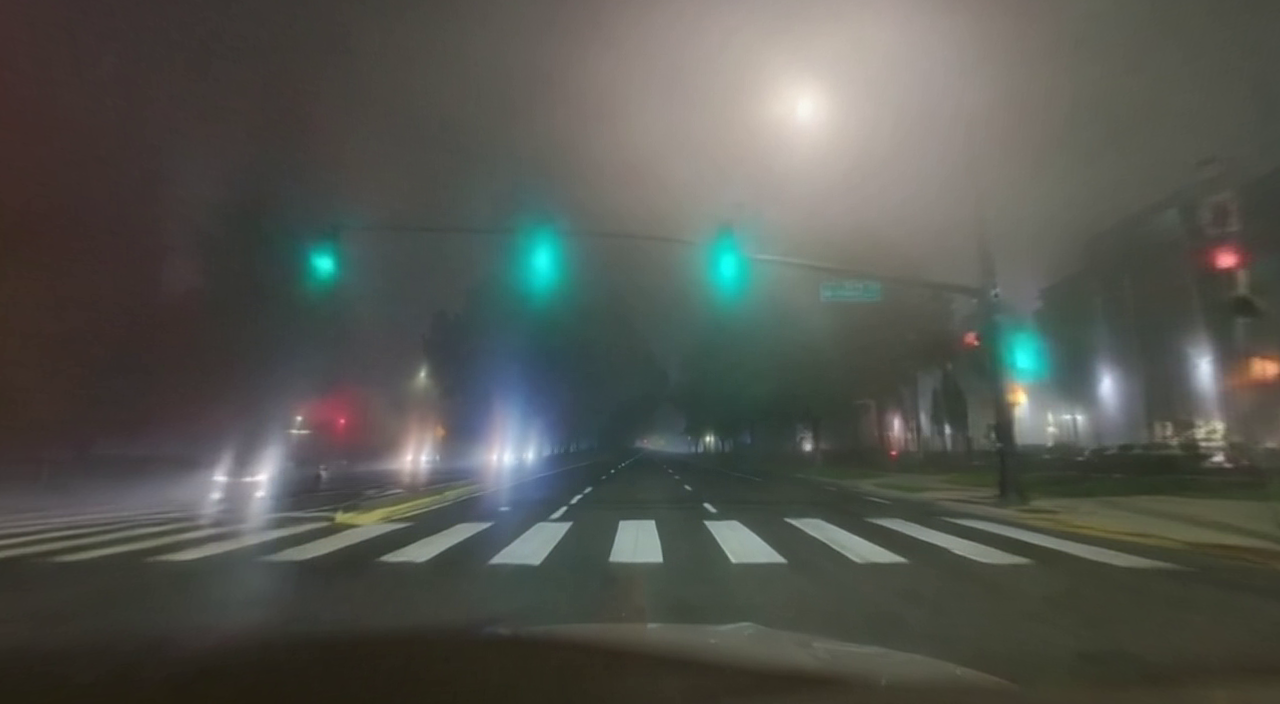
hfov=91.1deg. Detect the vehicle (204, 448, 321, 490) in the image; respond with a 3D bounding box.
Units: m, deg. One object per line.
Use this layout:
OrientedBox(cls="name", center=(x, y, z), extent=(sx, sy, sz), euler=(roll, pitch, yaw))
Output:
OrientedBox(cls="vehicle", center=(-15.071, 4.671, 25.394), extent=(1.920, 1.499, 4.378), euler=(0, -8, 1))
